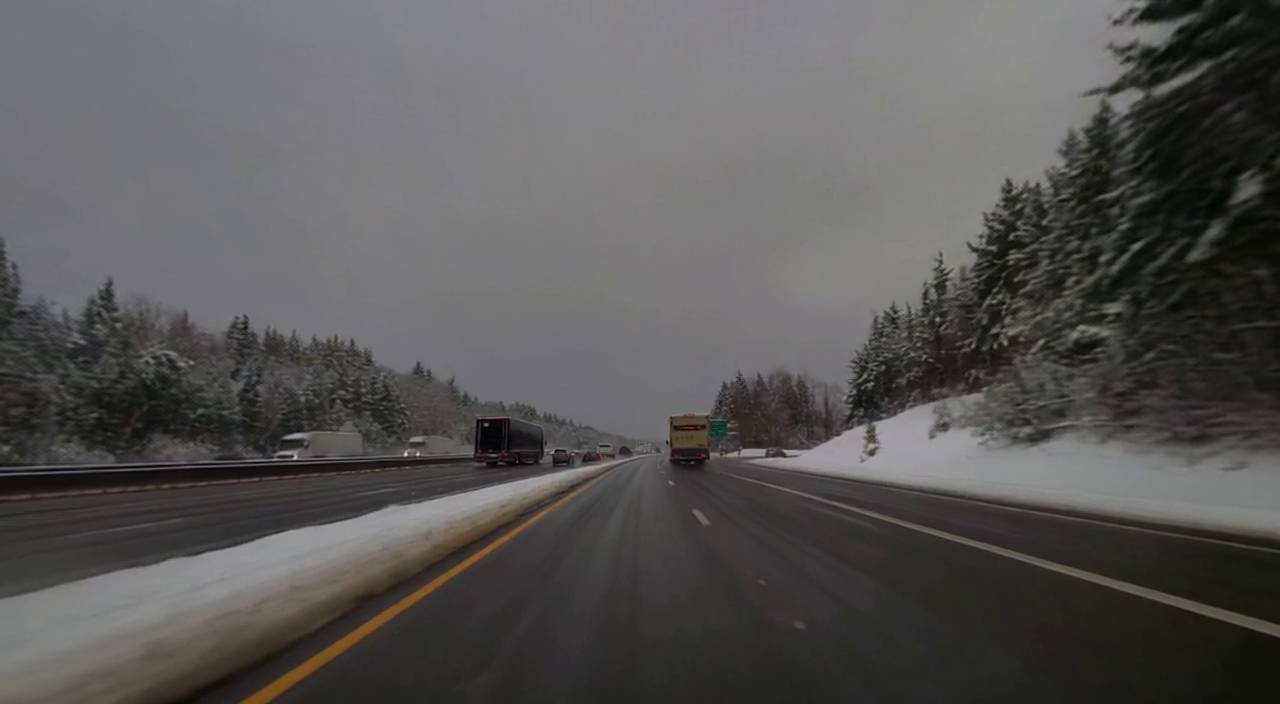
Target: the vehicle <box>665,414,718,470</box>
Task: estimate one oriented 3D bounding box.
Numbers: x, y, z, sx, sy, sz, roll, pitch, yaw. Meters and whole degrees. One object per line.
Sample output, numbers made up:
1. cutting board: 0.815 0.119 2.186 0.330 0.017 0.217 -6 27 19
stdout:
1. vehicle: 3.653 6.950 48.015 2.928 3.595 13.975 0 -9 0
